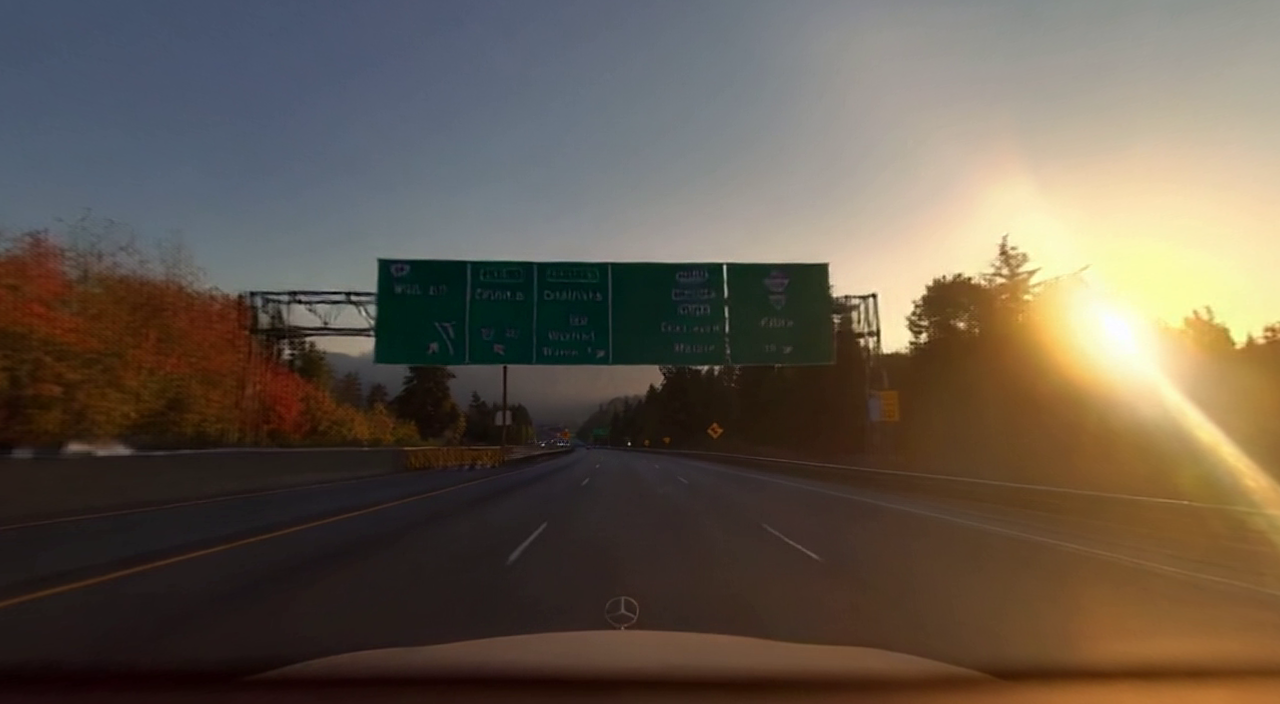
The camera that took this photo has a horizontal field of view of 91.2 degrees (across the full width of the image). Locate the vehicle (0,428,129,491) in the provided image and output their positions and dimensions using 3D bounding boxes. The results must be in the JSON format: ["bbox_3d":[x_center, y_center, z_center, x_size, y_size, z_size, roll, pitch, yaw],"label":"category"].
[{"bbox_3d":[-17.198,3.026,17.744,1.891,1.576,4.205,0,-9,-1],"label":"vehicle"}]
